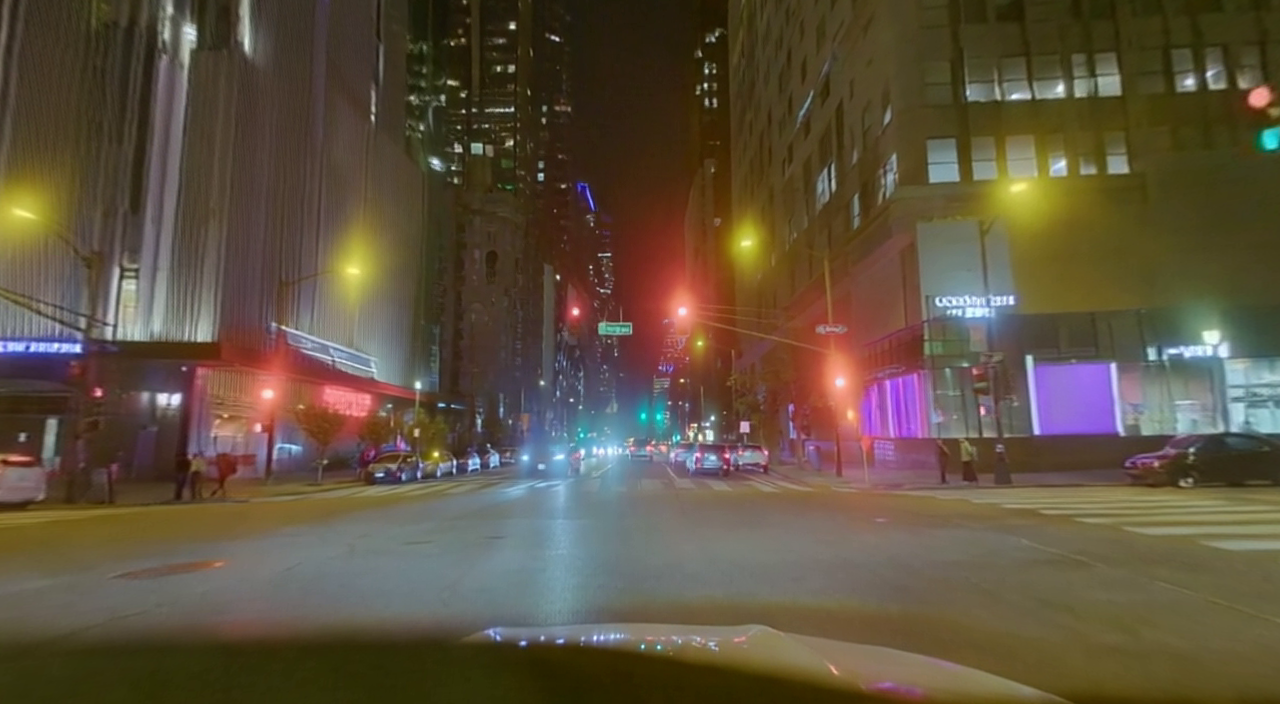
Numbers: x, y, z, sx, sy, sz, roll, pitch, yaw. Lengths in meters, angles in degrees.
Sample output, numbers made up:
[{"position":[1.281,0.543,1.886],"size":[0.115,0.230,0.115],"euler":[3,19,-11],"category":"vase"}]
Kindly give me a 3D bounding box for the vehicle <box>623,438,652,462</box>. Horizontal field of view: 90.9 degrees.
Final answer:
[{"position":[-0.208,7.585,49.061],"size":[2.165,1.749,4.078],"euler":[0,-8,0],"category":"vehicle"}]

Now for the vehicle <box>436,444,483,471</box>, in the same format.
[{"position":[-12.269,7.210,43.191],"size":[1.854,1.727,4.426],"euler":[0,-8,1],"category":"vehicle"}]

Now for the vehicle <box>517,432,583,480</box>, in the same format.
[{"position":[-3.859,4.533,27.787],"size":[2.176,1.804,4.740],"euler":[-2,-8,0],"category":"vehicle"}]

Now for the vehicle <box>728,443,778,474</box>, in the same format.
[{"position":[6.029,5.684,34.068],"size":[1.882,1.479,4.652],"euler":[2,-8,0],"category":"vehicle"}]

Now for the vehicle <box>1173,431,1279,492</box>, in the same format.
[{"position":[17.119,2.853,16.605],"size":[4.293,1.495,1.935],"euler":[0,-8,1],"category":"vehicle"}]

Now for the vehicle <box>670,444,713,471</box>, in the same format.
[{"position":[2.754,5.686,34.310],"size":[1.919,1.371,3.583],"euler":[0,-8,-2],"category":"vehicle"}]

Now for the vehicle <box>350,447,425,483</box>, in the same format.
[{"position":[-12.700,5.693,32.044],"size":[2.118,1.644,4.188],"euler":[0,-8,-1],"category":"vehicle"}]
